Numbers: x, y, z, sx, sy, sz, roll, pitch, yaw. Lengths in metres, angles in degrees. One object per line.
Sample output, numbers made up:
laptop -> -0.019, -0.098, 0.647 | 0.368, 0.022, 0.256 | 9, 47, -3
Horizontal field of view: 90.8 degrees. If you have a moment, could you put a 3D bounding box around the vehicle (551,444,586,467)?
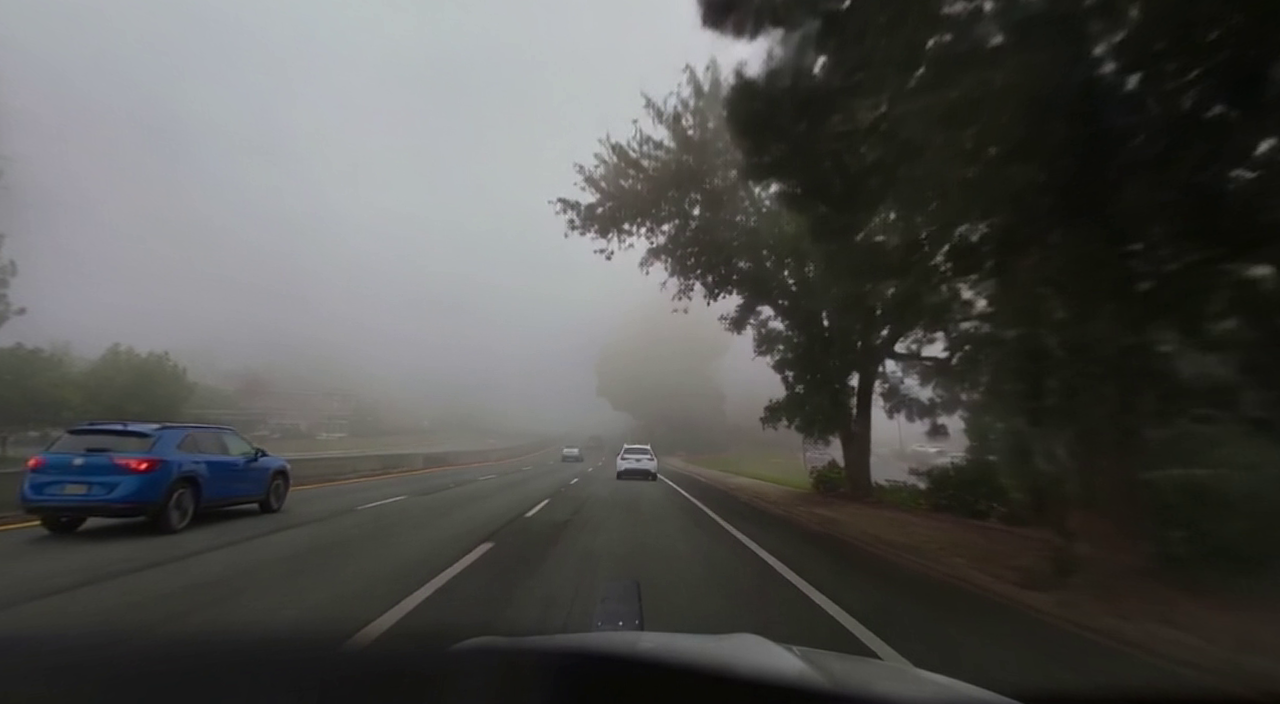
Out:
vehicle -> -5.223, 7.657, 46.856 | 2.123, 1.592, 4.505 | 0, -9, -1

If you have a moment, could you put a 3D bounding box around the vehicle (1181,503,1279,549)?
vehicle -> 28.033, 7.981, 29.158 | 1.845, 1.533, 4.455 | 1, -9, -7

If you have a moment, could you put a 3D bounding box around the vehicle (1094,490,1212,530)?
vehicle -> 27.417, 8.460, 34.025 | 1.874, 1.577, 4.877 | 3, -9, -8

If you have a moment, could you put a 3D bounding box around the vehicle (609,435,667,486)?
vehicle -> -0.077, 4.337, 25.534 | 2.125, 1.830, 4.370 | 0, -9, 0

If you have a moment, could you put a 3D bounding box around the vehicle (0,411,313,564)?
vehicle -> -7.217, 1.862, 9.470 | 1.997, 1.650, 5.090 | 0, -9, -1

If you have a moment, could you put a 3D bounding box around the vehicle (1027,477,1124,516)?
vehicle -> 26.765, 8.849, 39.079 | 1.858, 1.849, 4.942 | 0, -7, -10
